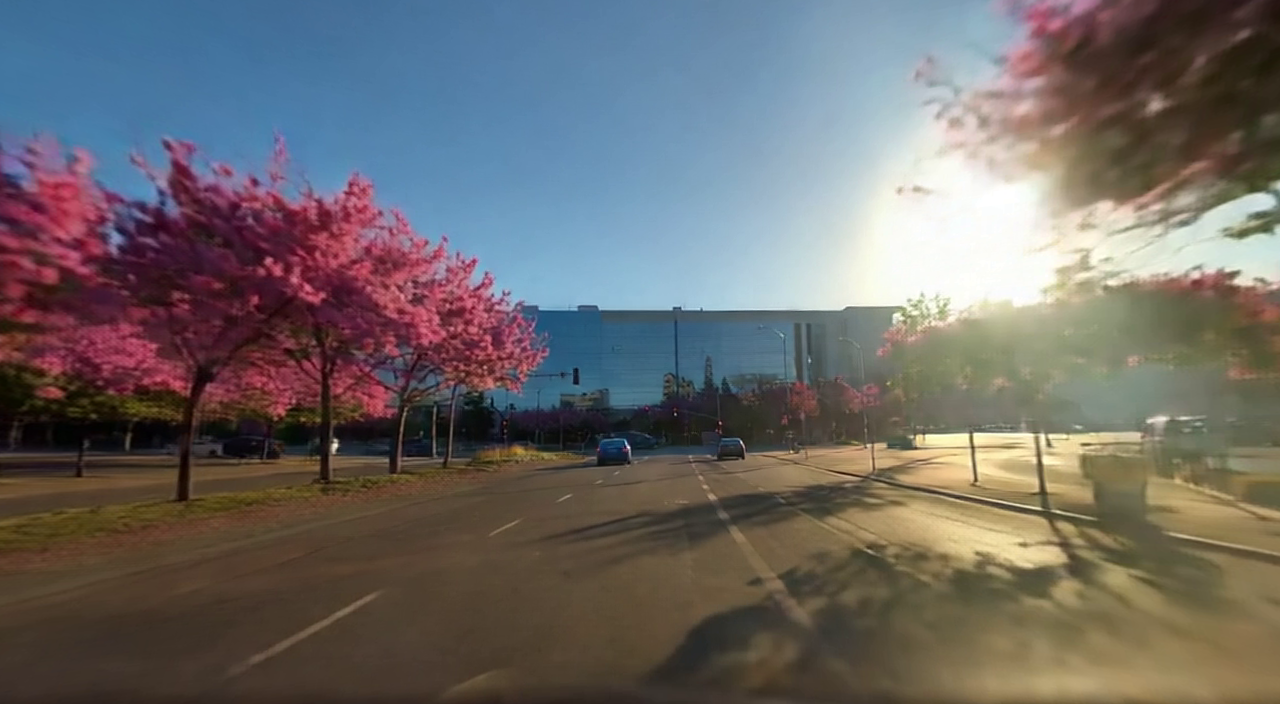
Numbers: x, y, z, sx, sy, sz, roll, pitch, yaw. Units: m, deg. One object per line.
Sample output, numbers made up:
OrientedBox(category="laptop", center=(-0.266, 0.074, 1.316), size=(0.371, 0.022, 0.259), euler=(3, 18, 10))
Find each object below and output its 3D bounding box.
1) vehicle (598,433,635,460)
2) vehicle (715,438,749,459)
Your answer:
OrientedBox(category="vehicle", center=(-1.507, 6.339, 42.294), size=(1.995, 1.703, 4.367), euler=(-1, -9, 5))
OrientedBox(category="vehicle", center=(6.672, 7.056, 46.244), size=(2.007, 1.466, 4.291), euler=(-1, -9, 3))
